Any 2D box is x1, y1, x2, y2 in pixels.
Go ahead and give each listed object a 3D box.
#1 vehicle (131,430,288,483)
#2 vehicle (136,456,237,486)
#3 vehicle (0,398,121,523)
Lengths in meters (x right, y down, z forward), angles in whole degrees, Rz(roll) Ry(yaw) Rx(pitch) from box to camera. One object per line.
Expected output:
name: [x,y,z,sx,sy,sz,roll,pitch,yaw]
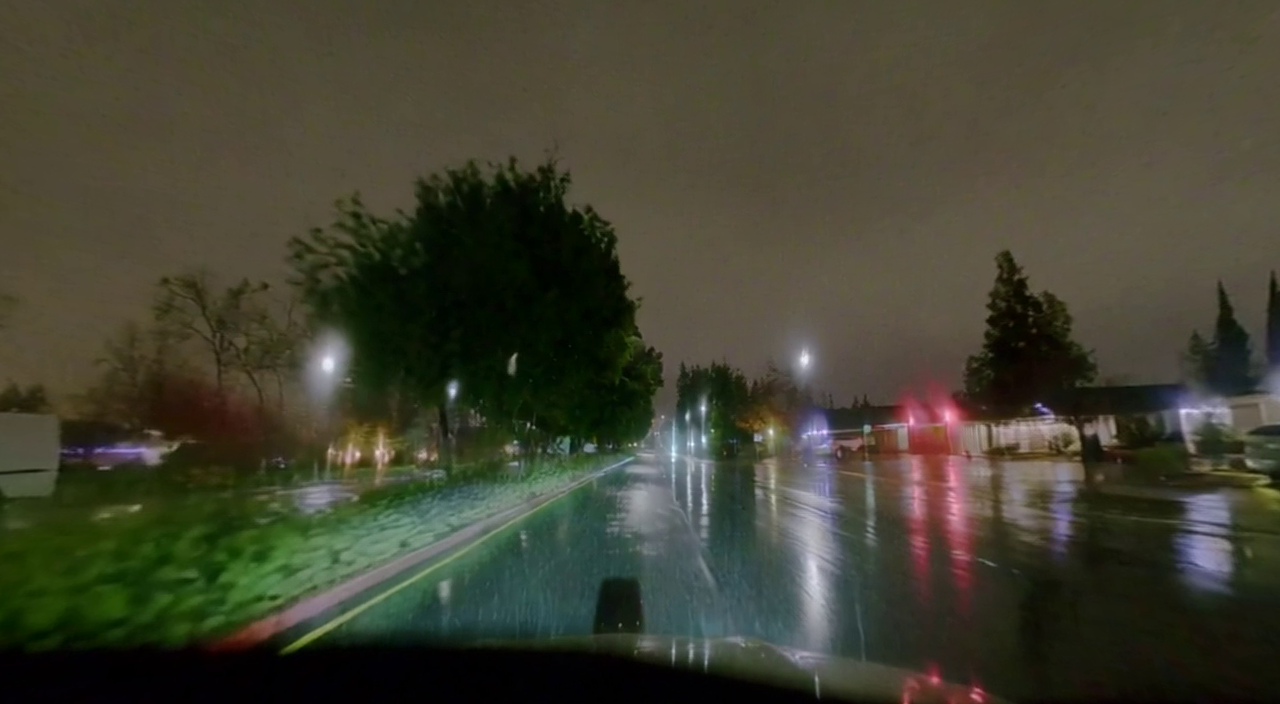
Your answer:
vehicle: [-28.250,6.902,41.535,8.606,2.952,2.752,-4,-9,5]
vehicle: [-25.499,6.658,35.501,1.880,1.341,4.090,-1,-7,33]
vehicle: [-19.528,2.884,16.608,2.898,3.487,9.955,0,-9,1]
